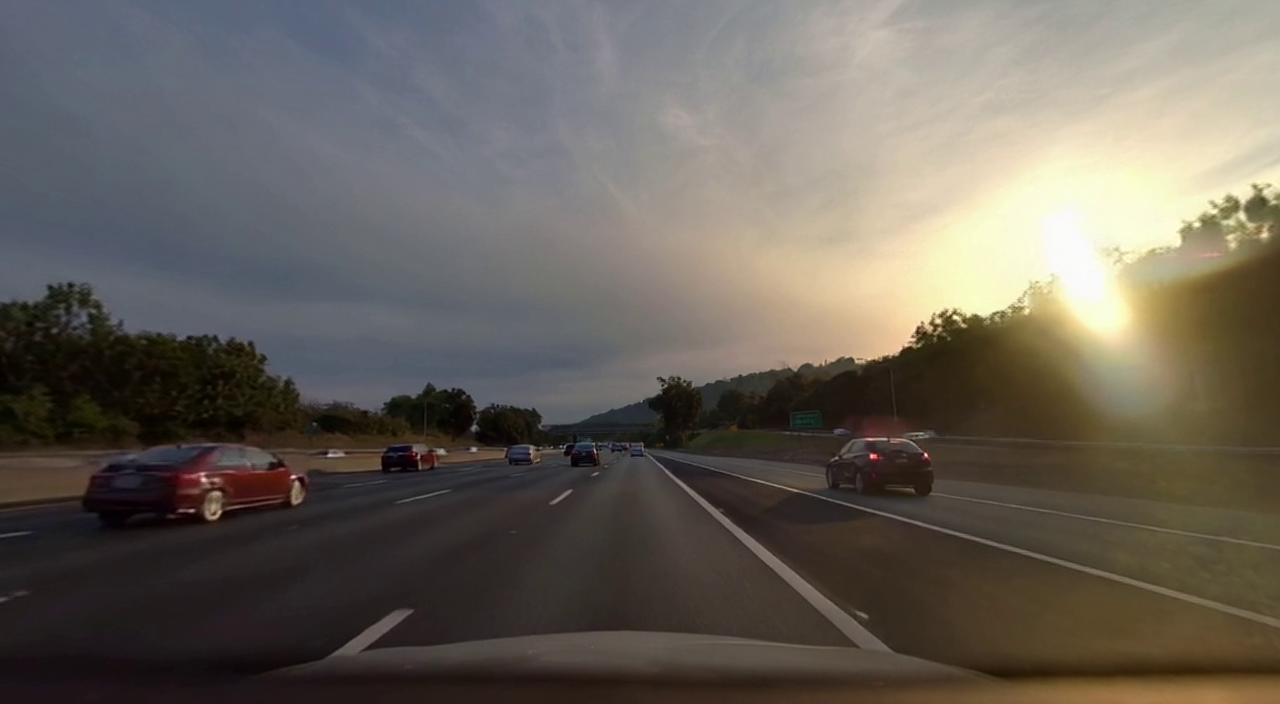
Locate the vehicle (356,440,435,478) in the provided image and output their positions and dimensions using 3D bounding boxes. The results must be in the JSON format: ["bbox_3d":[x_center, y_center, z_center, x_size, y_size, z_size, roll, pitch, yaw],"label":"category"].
[{"bbox_3d":[-11.403,5.016,29.705,1.958,1.633,4.302,0,-9,0],"label":"vehicle"}]

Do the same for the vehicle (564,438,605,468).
[{"bbox_3d":[-3.829,7.079,44.214,2.288,1.962,5.119,0,-9,1],"label":"vehicle"}]

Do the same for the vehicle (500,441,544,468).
[{"bbox_3d":[-7.911,6.925,42.678,2.087,1.755,4.457,0,-9,0],"label":"vehicle"}]

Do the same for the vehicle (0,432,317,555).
[{"bbox_3d":[-7.471,2.096,10.099,2.071,1.486,4.703,0,-9,0],"label":"vehicle"}]

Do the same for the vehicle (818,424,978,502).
[{"bbox_3d":[6.827,3.015,17.424,2.259,1.816,4.862,0,-9,-1],"label":"vehicle"}]
